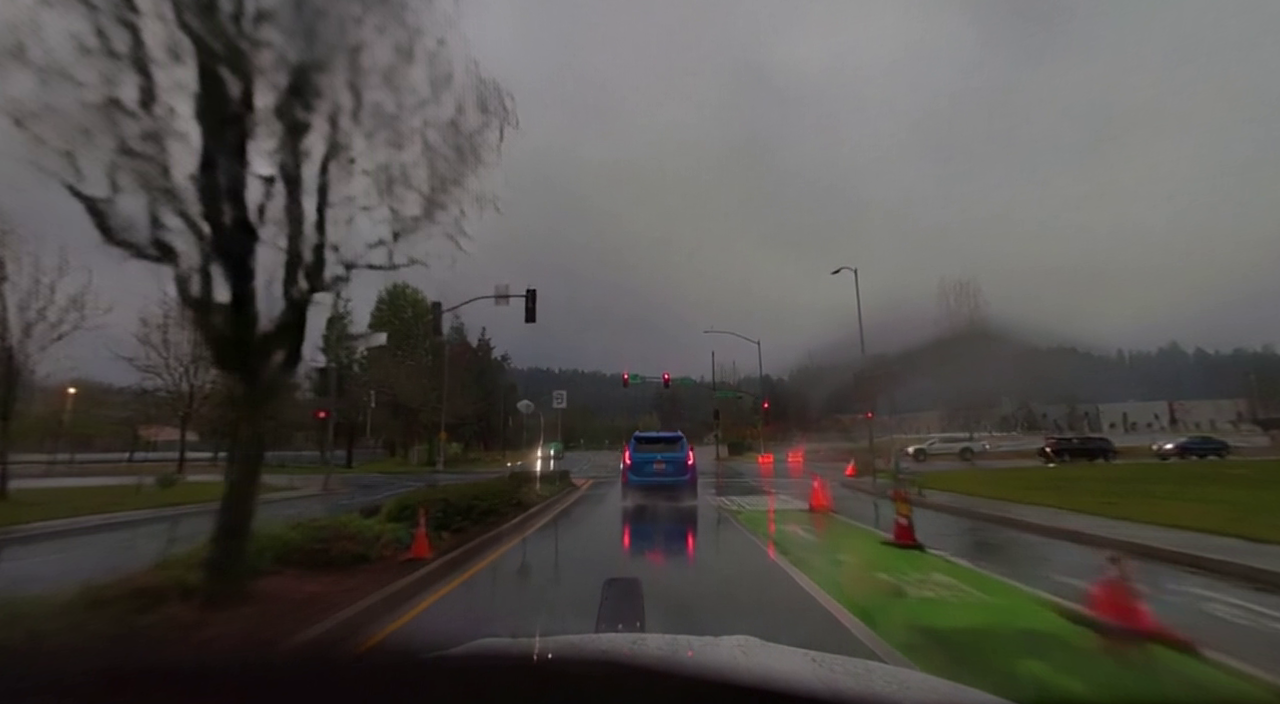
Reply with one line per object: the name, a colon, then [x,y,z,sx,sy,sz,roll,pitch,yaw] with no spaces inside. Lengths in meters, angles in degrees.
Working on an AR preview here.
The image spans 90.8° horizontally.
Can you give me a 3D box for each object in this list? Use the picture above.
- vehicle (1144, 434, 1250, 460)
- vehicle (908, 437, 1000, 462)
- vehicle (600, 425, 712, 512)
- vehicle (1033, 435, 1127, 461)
vehicle: [33.492,5.733,38.051,4.483,1.481,2.082,0,-9,-3]
vehicle: [18.879,5.896,38.143,4.492,1.422,1.961,0,-9,-1]
vehicle: [0.344,2.800,15.670,2.339,1.790,4.629,0,-9,0]
vehicle: [26.693,5.834,38.385,4.343,1.518,1.845,0,-9,-3]
